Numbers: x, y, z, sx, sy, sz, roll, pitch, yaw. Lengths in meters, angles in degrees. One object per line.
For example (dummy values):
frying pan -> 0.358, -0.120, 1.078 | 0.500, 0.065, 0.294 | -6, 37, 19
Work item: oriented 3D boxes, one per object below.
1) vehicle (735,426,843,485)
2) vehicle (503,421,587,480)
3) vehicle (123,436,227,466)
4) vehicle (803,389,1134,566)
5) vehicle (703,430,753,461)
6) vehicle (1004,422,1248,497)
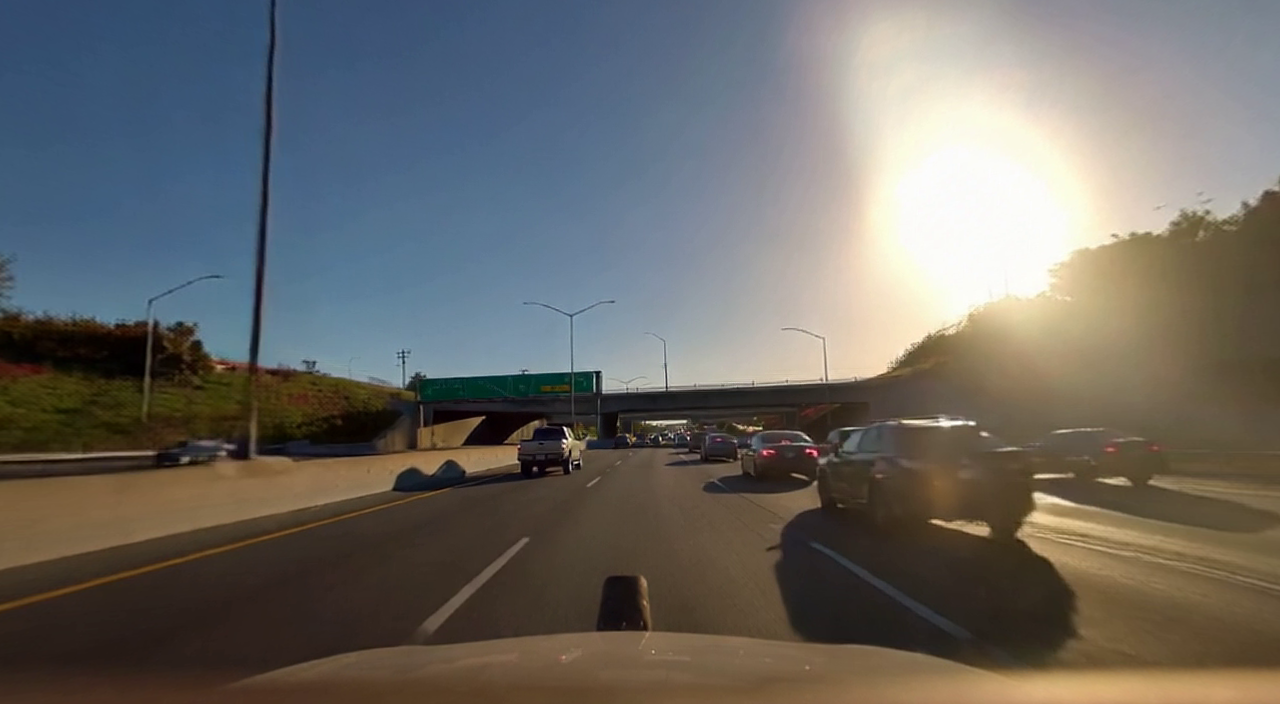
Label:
vehicle -> 4.192, 3.010, 18.610 | 2.088, 1.491, 4.549 | 0, -8, 0
vehicle -> -2.989, 3.219, 20.796 | 2.006, 1.741, 4.277 | -1, -8, 2
vehicle -> -25.761, 5.492, 35.203 | 1.913, 1.509, 4.728 | -1, -8, 6
vehicle -> 3.786, 1.542, 8.440 | 1.991, 1.715, 4.455 | 0, -8, 0
vehicle -> 4.554, 4.949, 33.373 | 1.999, 1.482, 4.743 | 0, -8, 0
vehicle -> 10.898, 2.439, 14.716 | 1.968, 1.457, 4.559 | 0, -8, -2
